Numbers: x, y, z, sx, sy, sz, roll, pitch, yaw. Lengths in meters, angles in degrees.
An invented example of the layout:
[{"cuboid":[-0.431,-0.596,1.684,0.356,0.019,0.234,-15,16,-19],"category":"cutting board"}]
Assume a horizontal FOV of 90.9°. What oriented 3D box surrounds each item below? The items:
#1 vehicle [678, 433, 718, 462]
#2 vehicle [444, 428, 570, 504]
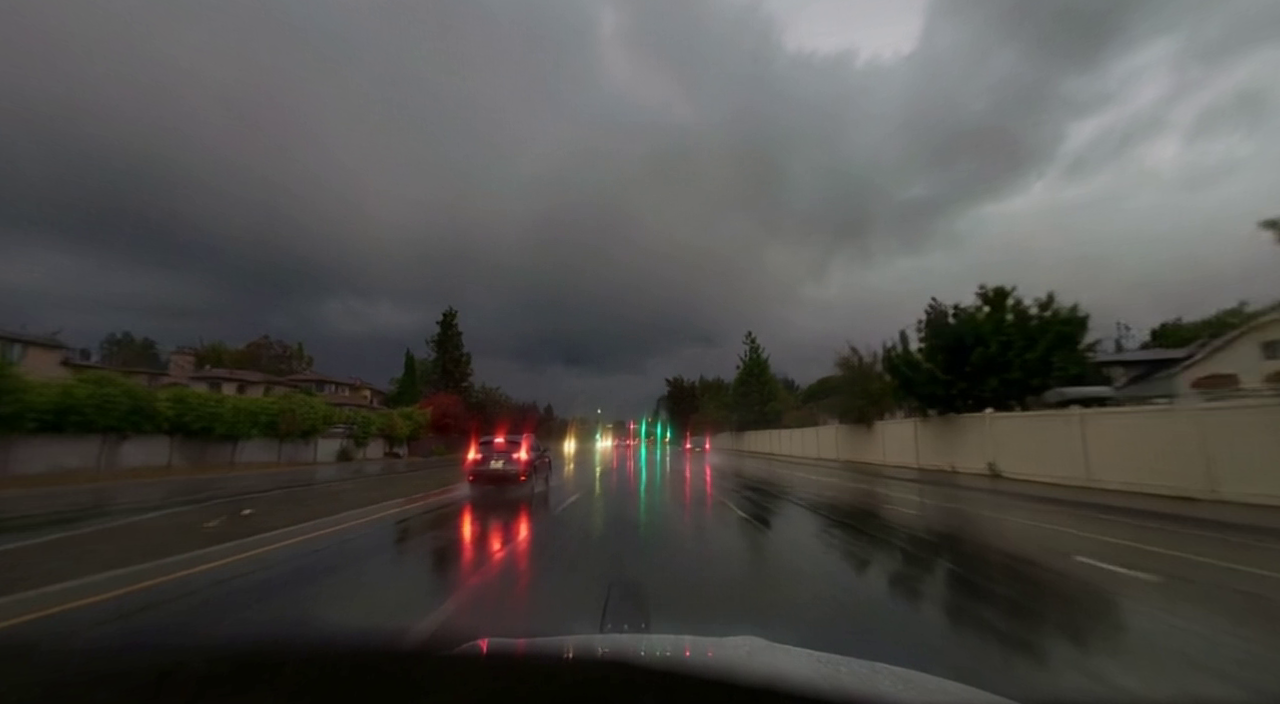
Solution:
[{"cuboid":[3.776,6.298,41.629,2.114,1.780,4.445,0,-8,-1],"category":"vehicle"},{"cuboid":[-2.958,2.647,15.049,1.966,1.524,4.410,0,-8,1],"category":"vehicle"}]
